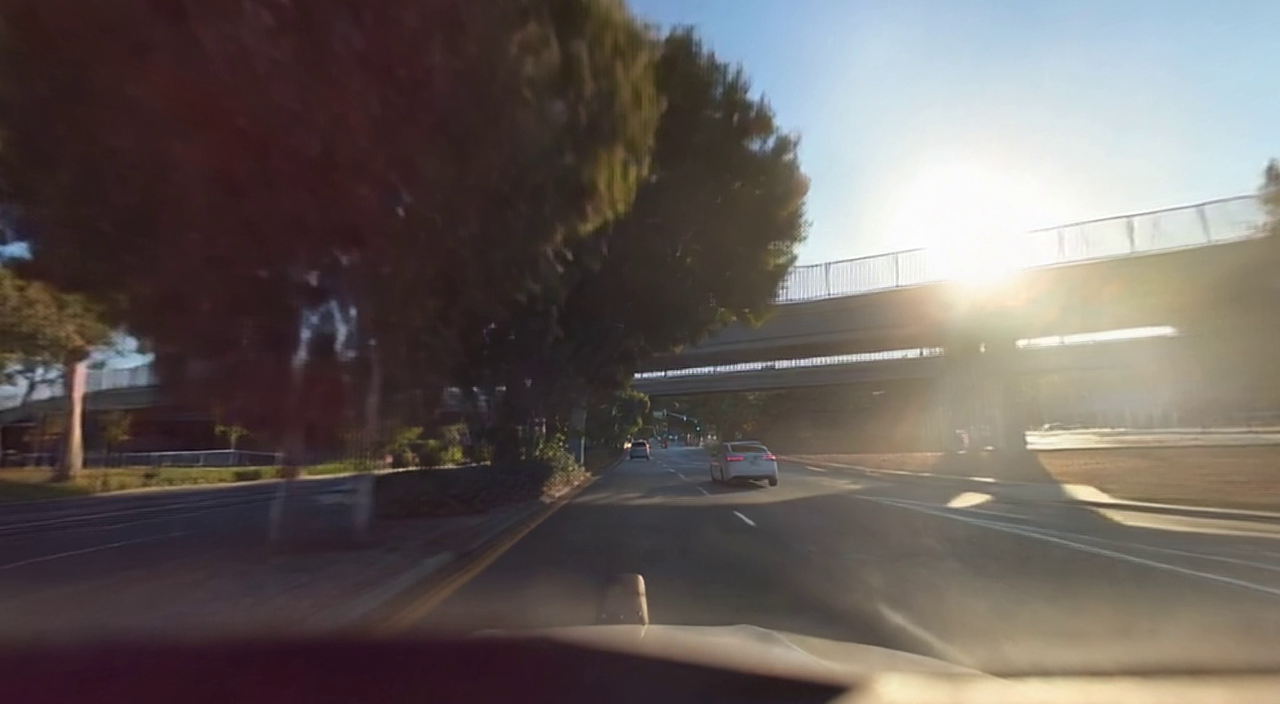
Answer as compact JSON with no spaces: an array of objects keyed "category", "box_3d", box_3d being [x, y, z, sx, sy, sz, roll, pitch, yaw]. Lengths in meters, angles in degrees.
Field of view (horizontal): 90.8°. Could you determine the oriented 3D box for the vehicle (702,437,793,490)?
[{"category":"vehicle","box_3d":[3.305,3.546,20.420,2.062,1.484,4.332,-1,-8,-1]}]
